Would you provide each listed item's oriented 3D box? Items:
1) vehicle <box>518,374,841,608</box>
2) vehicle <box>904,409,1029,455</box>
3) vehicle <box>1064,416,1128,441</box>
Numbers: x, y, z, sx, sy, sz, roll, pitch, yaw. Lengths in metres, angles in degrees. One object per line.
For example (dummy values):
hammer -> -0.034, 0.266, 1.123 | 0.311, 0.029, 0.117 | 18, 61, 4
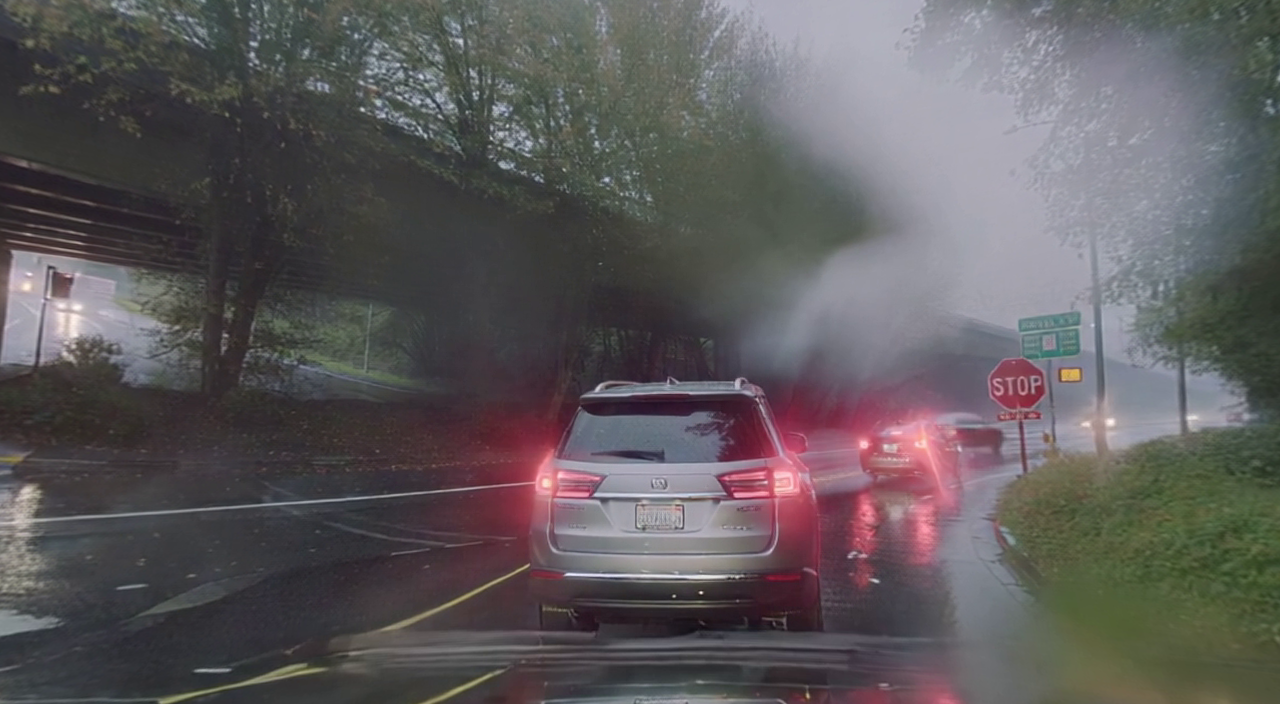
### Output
vehicle -> 0.301, 1.400, 7.134 | 2.494, 1.804, 4.336 | 0, -9, 0
vehicle -> 14.069, 3.482, 27.134 | 5.166, 1.791, 2.131 | 4, -10, -28
vehicle -> 33.916, 5.686, 46.868 | 4.557, 1.712, 1.913 | 3, -9, -29
